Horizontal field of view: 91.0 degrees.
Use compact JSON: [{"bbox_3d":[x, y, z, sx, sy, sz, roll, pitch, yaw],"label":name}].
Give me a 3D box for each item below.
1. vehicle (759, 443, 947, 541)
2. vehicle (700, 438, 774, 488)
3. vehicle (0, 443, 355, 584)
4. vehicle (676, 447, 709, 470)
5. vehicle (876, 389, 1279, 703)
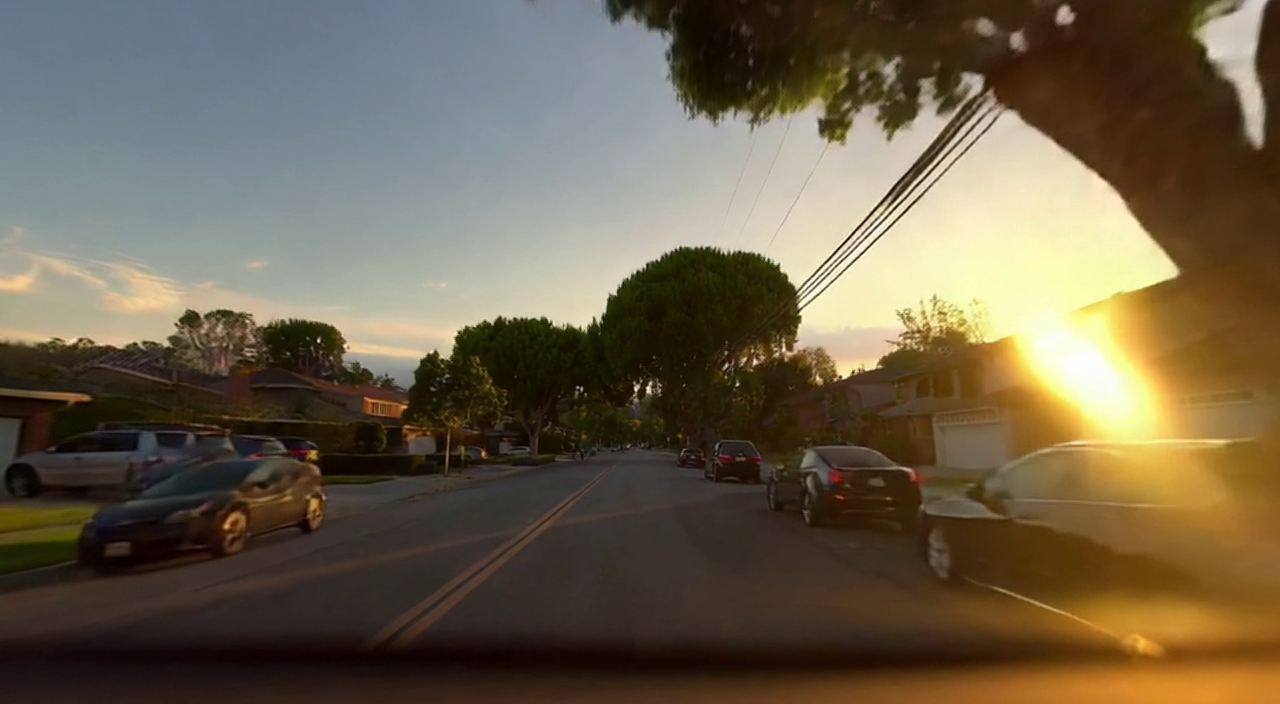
[{"bbox_3d":[3.761,2.537,12.110,1.949,1.505,4.483,0,-9,-1],"label":"vehicle"},{"bbox_3d":[3.724,4.365,25.158,2.039,1.780,4.884,0,-9,-2],"label":"vehicle"},{"bbox_3d":[-6.322,2.154,9.440,1.985,1.497,4.655,-2,-8,-1],"label":"vehicle"},{"bbox_3d":[3.676,7.493,44.651,1.897,1.521,4.835,0,-9,-1],"label":"vehicle"},{"bbox_3d":[3.755,1.245,4.366,2.157,1.639,5.297,0,-9,0],"label":"vehicle"}]
